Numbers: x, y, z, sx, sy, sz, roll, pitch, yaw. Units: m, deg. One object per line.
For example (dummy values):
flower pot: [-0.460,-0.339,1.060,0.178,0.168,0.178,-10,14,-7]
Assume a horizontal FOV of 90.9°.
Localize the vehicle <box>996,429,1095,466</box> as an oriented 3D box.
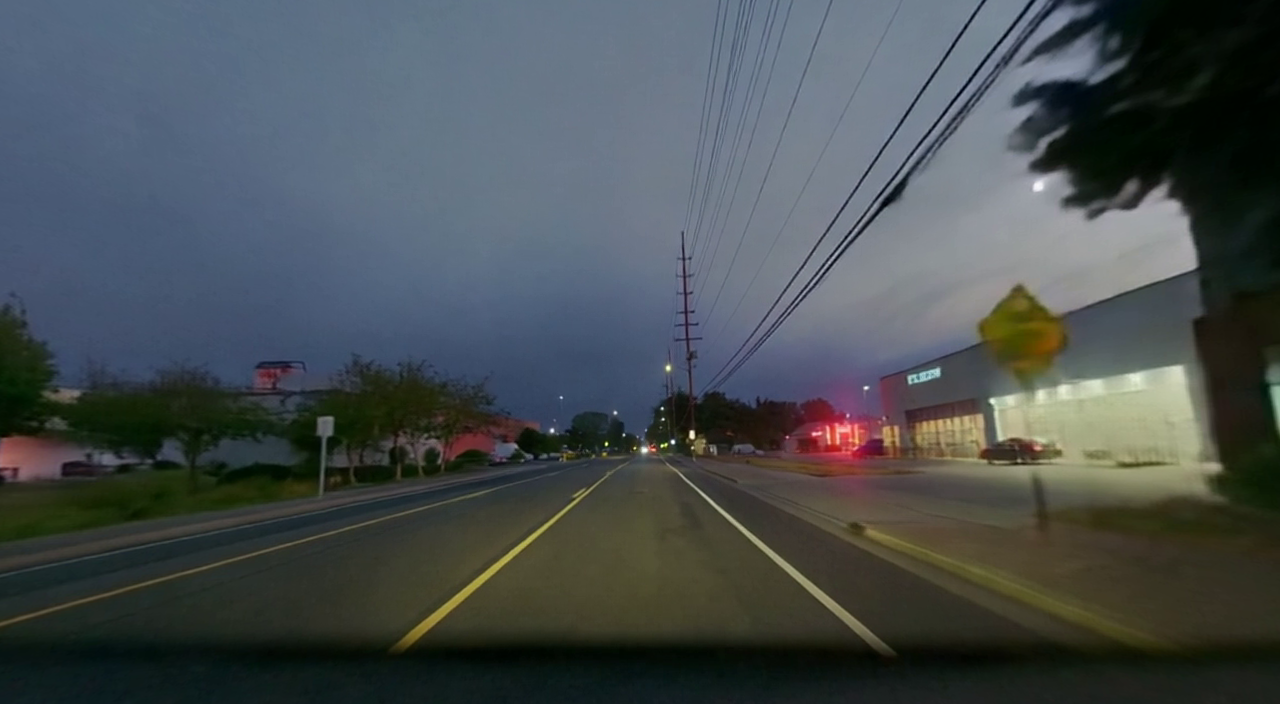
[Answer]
vehicle: [18.618,4.421,29.164,1.875,1.440,3.925,-4,-8,0]
